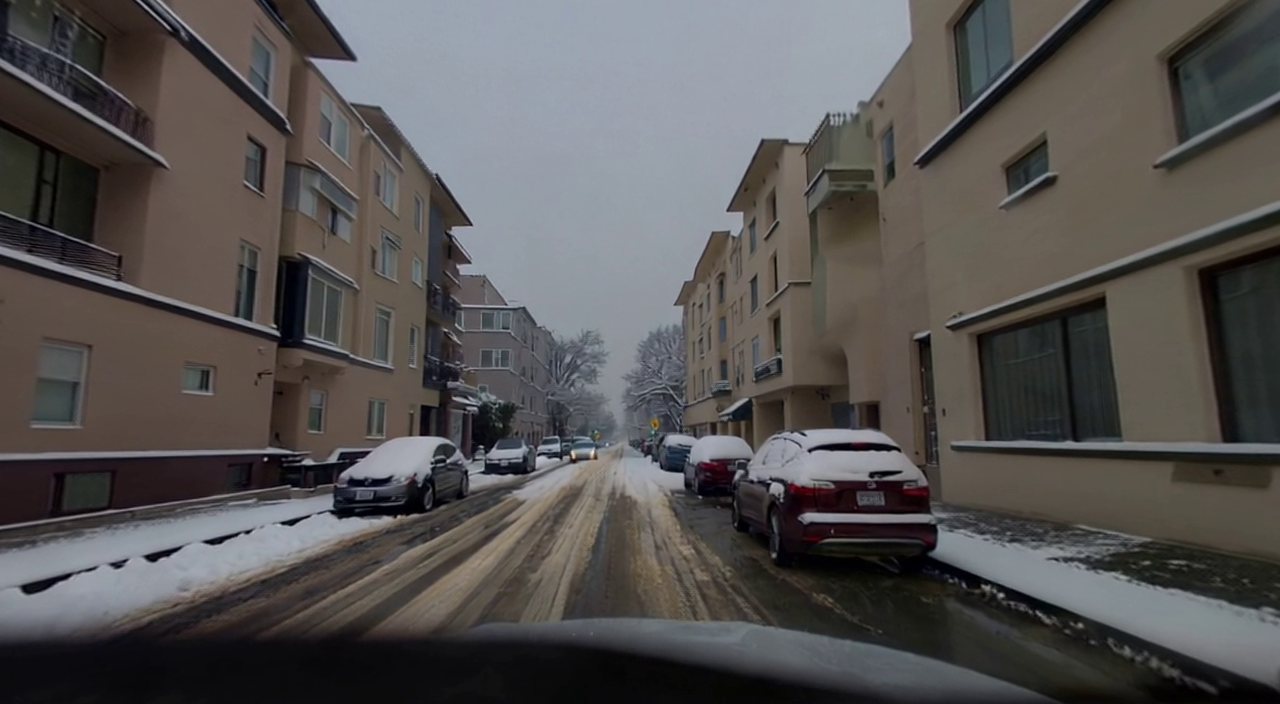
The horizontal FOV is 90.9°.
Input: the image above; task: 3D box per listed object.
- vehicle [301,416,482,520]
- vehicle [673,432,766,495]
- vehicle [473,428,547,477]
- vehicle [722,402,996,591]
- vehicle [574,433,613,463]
[{"bbox_3d":[-4.550,2.235,12.383,1.883,1.499,4.426,6,-10,-3],"label":"vehicle"},{"bbox_3d":[1.976,2.909,16.951,1.786,1.447,4.314,0,-8,-2],"label":"vehicle"},{"bbox_3d":[-4.846,3.834,24.092,1.942,1.521,3.761,5,-9,0],"label":"vehicle"},{"bbox_3d":[2.227,1.560,7.673,1.839,1.678,3.918,0,-8,-1],"label":"vehicle"},{"bbox_3d":[-2.468,5.174,34.106,1.845,1.544,3.388,0,-8,0],"label":"vehicle"}]
